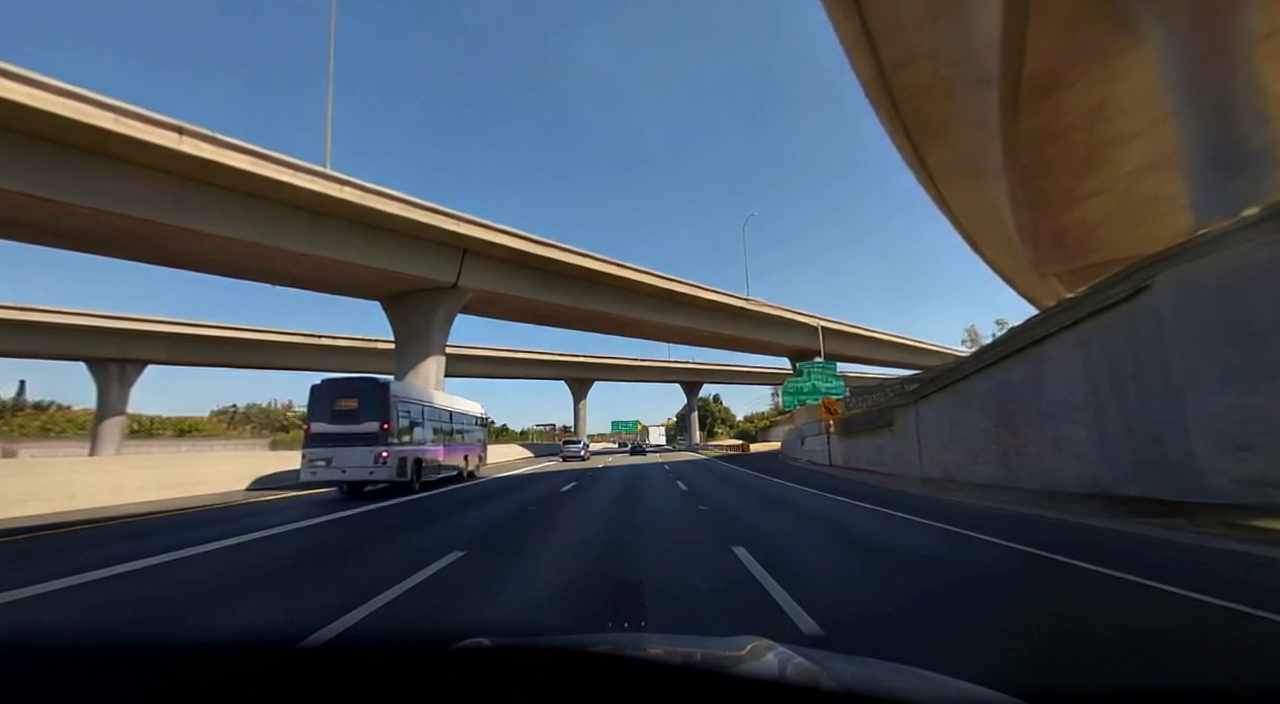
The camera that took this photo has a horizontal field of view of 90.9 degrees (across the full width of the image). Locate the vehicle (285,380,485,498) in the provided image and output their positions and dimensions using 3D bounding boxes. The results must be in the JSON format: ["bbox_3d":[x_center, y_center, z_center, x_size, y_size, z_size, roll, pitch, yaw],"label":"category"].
[{"bbox_3d":[-7.378,2.815,19.860,2.872,2.890,7.923,1,-9,0],"label":"vehicle"}]

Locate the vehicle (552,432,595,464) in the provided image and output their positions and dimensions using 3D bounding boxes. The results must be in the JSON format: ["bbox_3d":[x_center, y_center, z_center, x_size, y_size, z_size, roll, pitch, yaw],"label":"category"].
[{"bbox_3d":[-4.104,6.062,39.818,2.147,1.918,4.834,0,-8,1],"label":"vehicle"}]
